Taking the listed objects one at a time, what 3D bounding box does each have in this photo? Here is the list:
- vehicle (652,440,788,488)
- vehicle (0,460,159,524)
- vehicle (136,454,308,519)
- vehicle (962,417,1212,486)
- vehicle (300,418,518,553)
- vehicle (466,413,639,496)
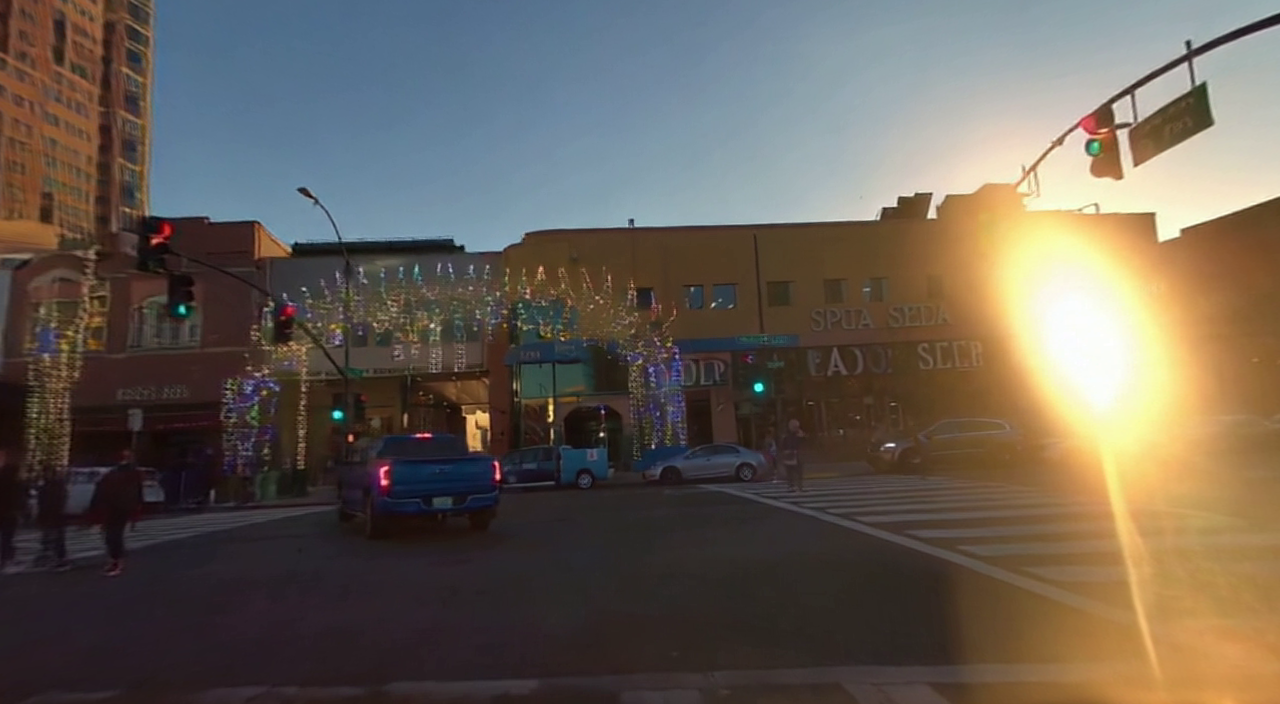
[{"bbox_3d":[2.717,3.951,22.313,4.515,1.583,1.920,0,-9,0],"label":"vehicle"},{"bbox_3d":[-20.269,4.935,22.473,4.398,2.057,1.959,0,-9,-4],"label":"vehicle"},{"bbox_3d":[-14.935,4.811,22.756,4.799,1.909,2.011,-3,-7,-1],"label":"vehicle"},{"bbox_3d":[10.478,2.352,15.022,4.600,1.506,1.878,0,-9,-4],"label":"vehicle"},{"bbox_3d":[-4.808,2.464,12.493,2.477,2.020,5.534,6,-11,-36],"label":"vehicle"},{"bbox_3d":[-3.138,3.874,23.952,6.182,2.913,2.526,0,-9,-1],"label":"vehicle"}]
